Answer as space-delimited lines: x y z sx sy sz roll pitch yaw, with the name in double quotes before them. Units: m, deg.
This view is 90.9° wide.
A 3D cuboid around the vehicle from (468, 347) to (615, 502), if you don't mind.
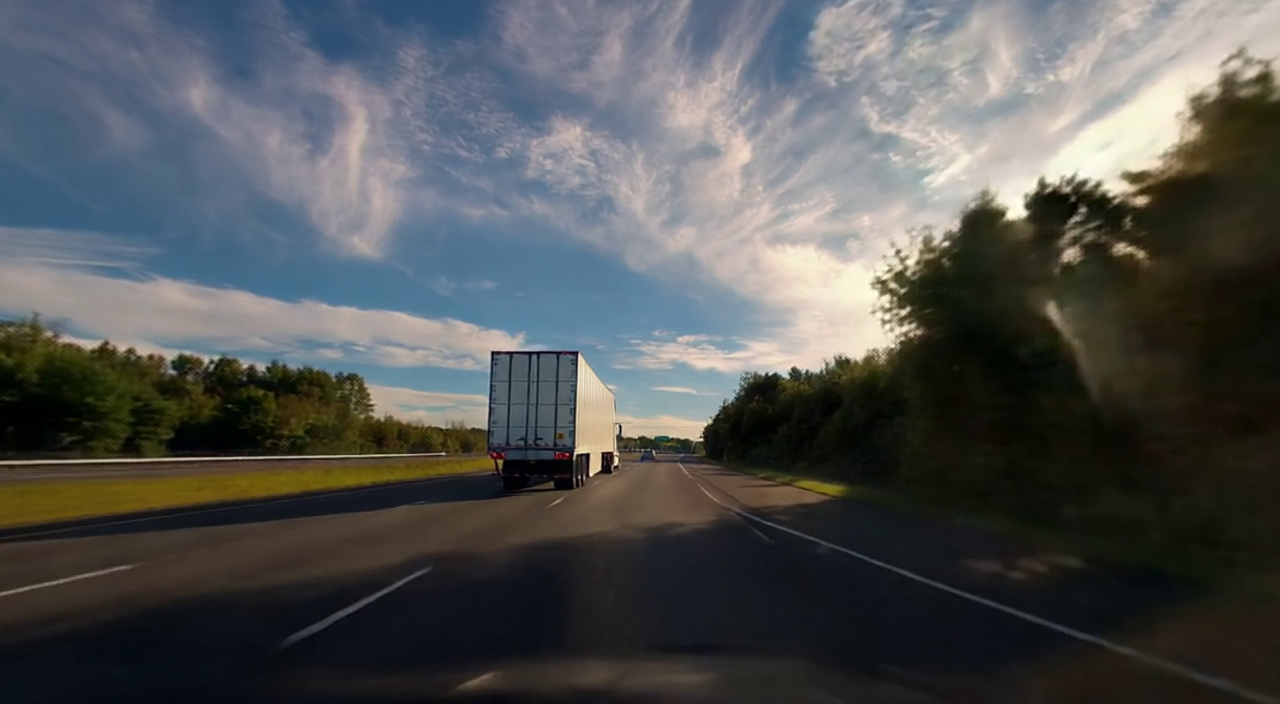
"vehicle" -2.871 3.005 23.932 2.851 4.098 14.436 0 -9 2
